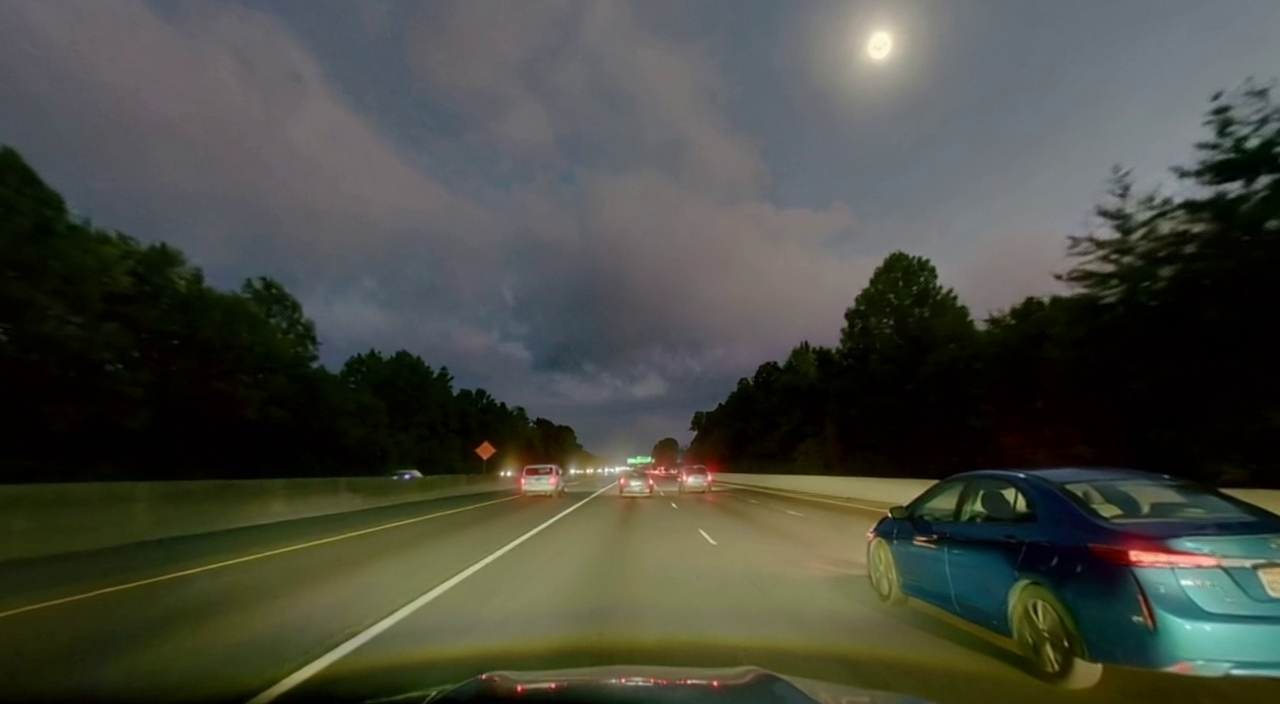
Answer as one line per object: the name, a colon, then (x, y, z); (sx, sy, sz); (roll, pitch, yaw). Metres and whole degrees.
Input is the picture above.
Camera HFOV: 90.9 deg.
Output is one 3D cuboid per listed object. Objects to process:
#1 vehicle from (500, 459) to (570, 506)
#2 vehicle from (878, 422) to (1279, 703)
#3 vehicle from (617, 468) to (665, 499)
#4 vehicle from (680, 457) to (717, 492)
vehicle: (-4.157, 5.268, 25.662); (2.021, 1.706, 4.247); (1, -10, 0)
vehicle: (3.528, 1.455, 4.724); (1.938, 1.561, 3.786); (1, -10, -1)
vehicle: (0.028, 6.579, 31.736); (2.241, 1.425, 3.973); (1, -10, 0)
vehicle: (3.870, 8.188, 42.149); (2.030, 2.172, 3.621); (1, -10, -1)
